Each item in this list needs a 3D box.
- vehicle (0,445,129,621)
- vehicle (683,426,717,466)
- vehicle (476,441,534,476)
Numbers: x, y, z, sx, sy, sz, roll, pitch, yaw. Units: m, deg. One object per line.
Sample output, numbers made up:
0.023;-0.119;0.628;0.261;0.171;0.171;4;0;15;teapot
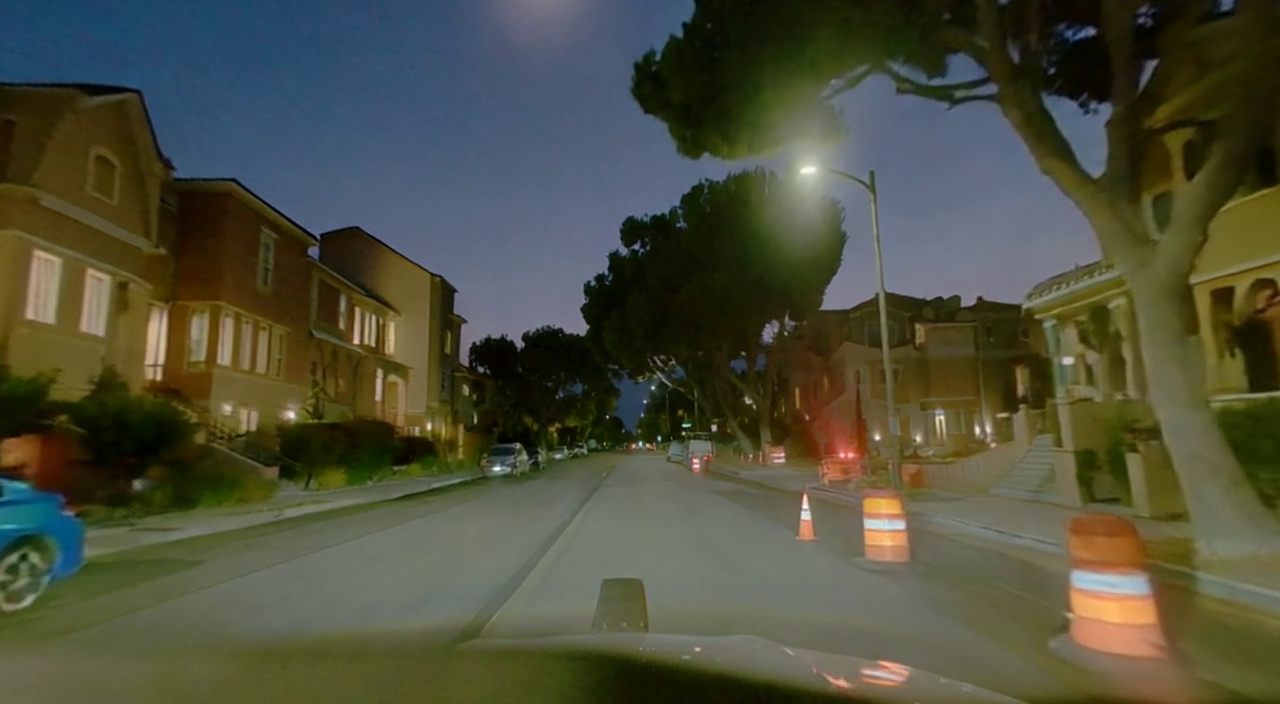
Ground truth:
-6.552;1.400;4.382;2.137;1.481;4.503;0;-8;1;vehicle
4.012;6.318;42.434;2.082;2.534;3.248;-1;-8;3;vehicle
-6.673;5.311;31.609;1.957;1.608;4.476;0;-8;-1;vehicle
